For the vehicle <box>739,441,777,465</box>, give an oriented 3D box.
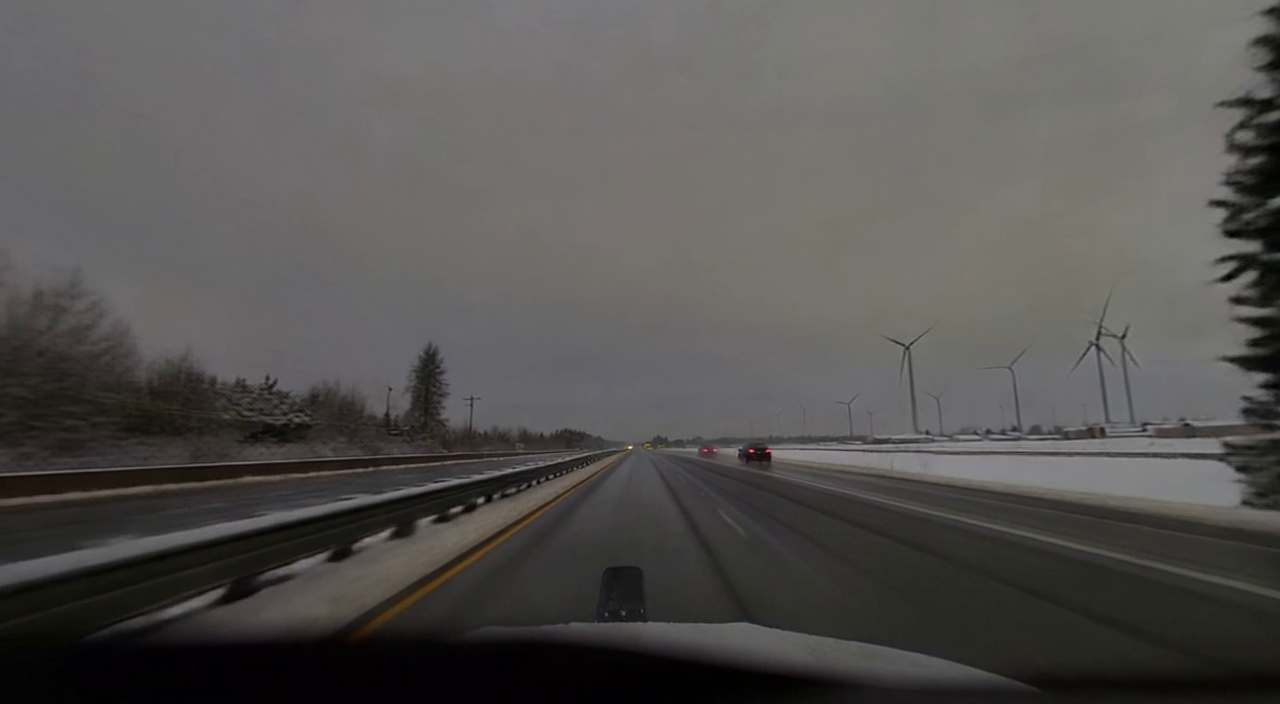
[{"bbox_3d":[8.633,7.451,46.434,1.897,1.669,4.825,1,-9,0],"label":"vehicle"}]
